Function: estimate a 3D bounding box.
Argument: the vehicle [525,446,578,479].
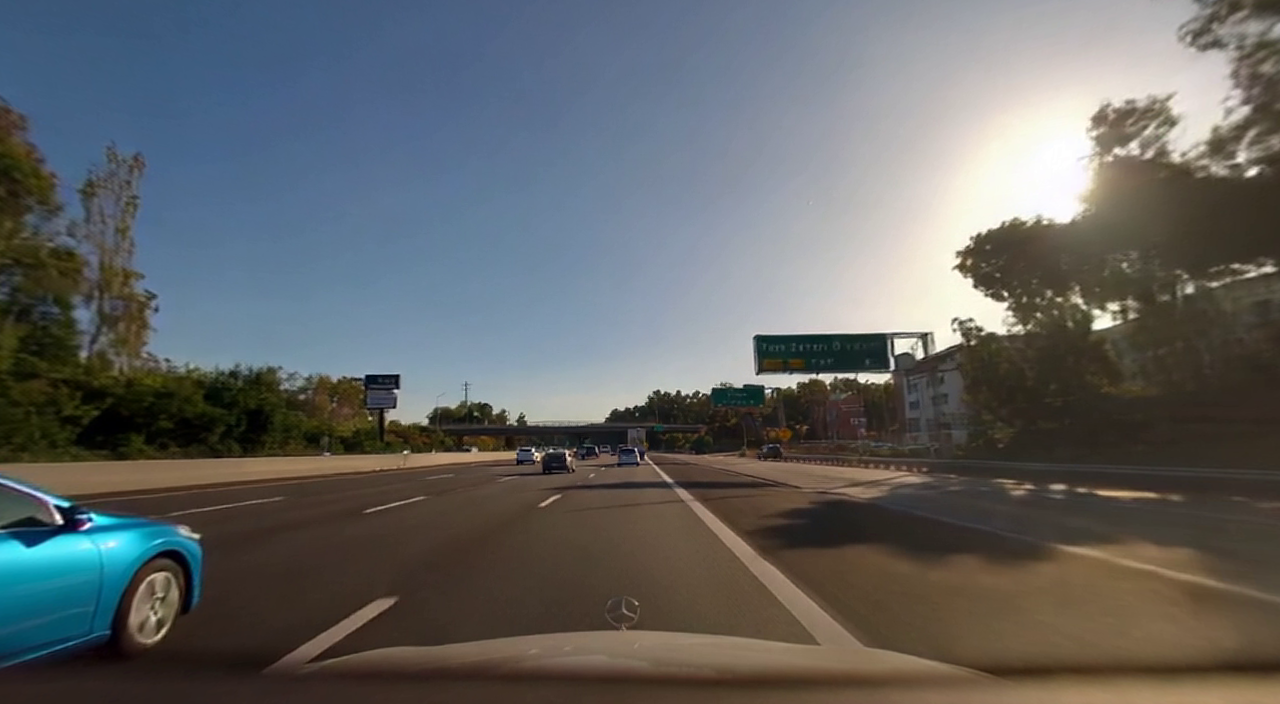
[{"bbox_3d":[-4.480,5.647,32.495,2.071,1.553,4.388,0,-9,1],"label":"vehicle"}]

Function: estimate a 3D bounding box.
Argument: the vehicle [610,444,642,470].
[{"bbox_3d":[-0.898,7.300,43.985,2.102,1.692,4.057,0,-9,1],"label":"vehicle"}]
